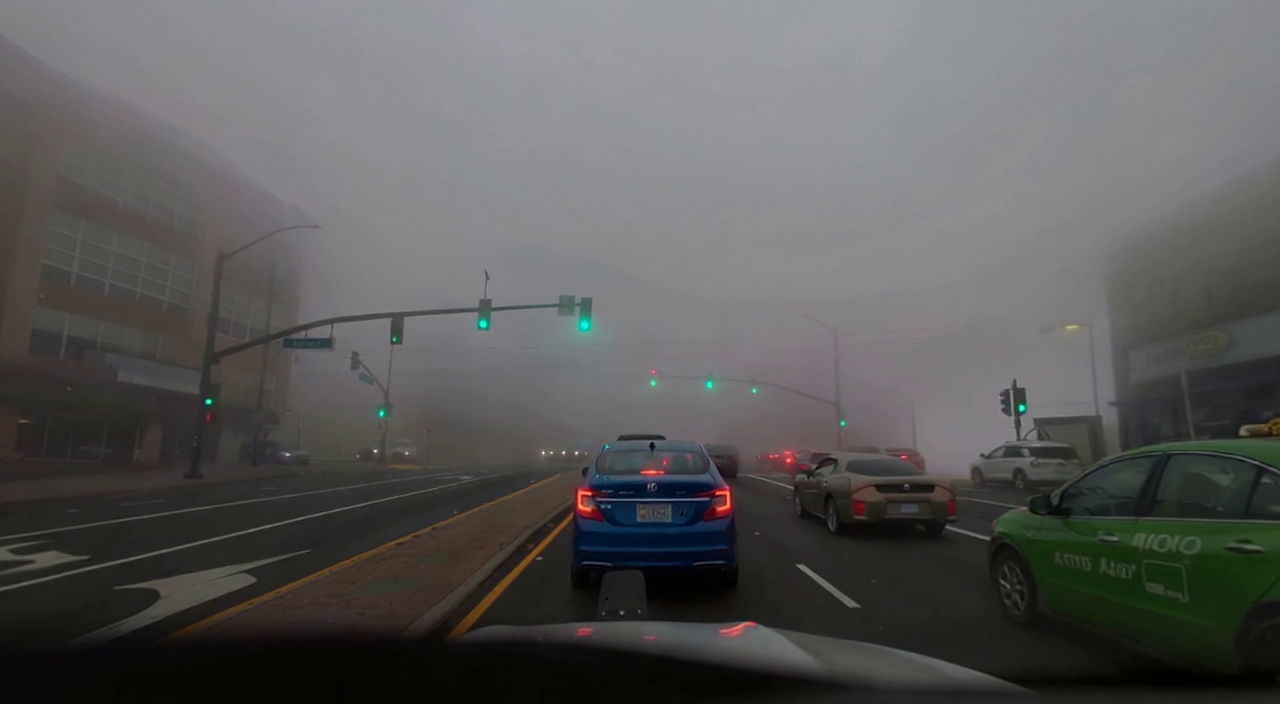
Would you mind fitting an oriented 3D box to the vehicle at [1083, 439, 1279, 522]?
[{"bbox_3d":[14.174,3.107,15.953,2.235,1.721,5.230,0,-9,1],"label":"vehicle"}]

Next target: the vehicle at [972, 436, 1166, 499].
[{"bbox_3d":[14.065,3.815,21.368,2.309,1.819,5.793,1,-9,-3],"label":"vehicle"}]

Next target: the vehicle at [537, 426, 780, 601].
[{"bbox_3d":[0.131,1.706,7.580,2.067,1.471,4.241,0,-9,-1],"label":"vehicle"}]
